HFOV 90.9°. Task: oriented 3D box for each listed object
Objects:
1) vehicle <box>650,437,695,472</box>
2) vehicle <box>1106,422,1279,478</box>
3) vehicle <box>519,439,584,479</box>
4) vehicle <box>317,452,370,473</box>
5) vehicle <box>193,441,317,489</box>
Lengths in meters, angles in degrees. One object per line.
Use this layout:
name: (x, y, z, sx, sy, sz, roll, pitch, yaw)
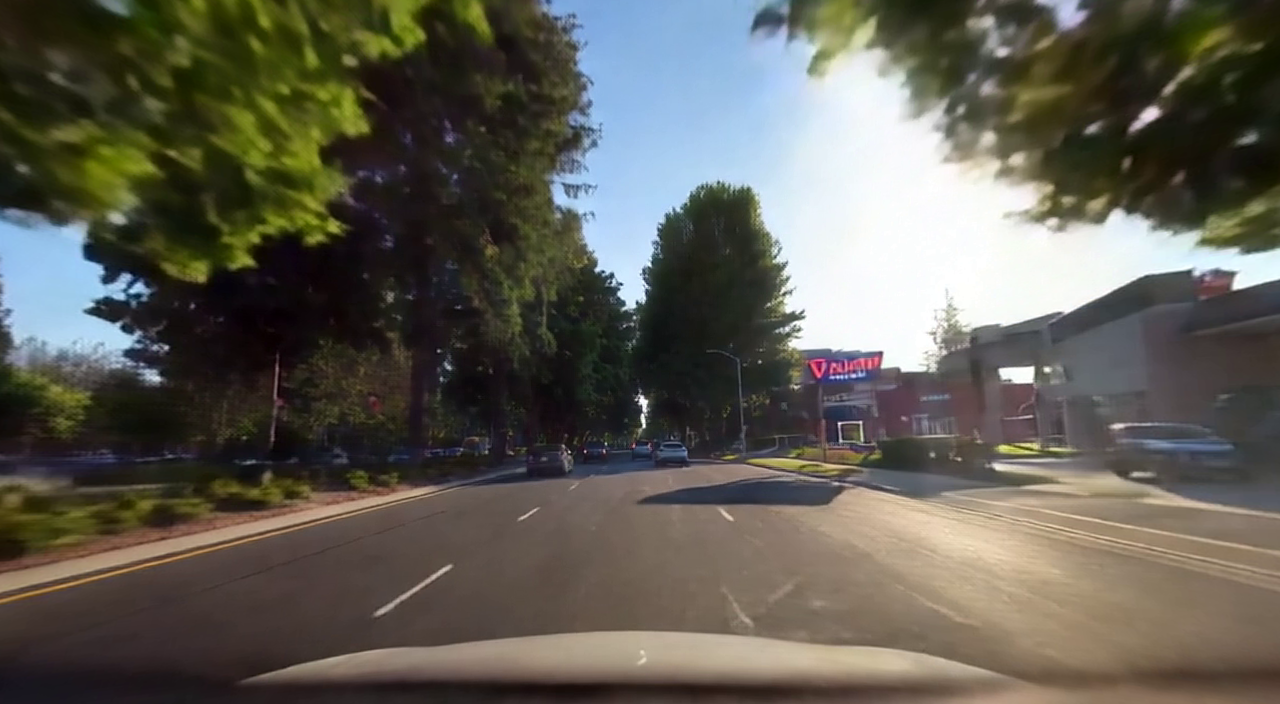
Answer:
vehicle: (1.520, 4.986, 30.801, 1.922, 1.579, 3.642, 0, -8, -2)
vehicle: (15.671, 2.775, 17.942, 1.823, 1.413, 3.884, 0, -8, 0)
vehicle: (-3.544, 4.361, 25.977, 1.908, 1.481, 4.536, 0, -8, 1)
vehicle: (-22.624, 8.427, 48.287, 1.905, 1.483, 4.479, 0, -8, 0)
vehicle: (-15.863, 4.655, 26.368, 2.060, 1.777, 4.860, 0, -8, 1)
